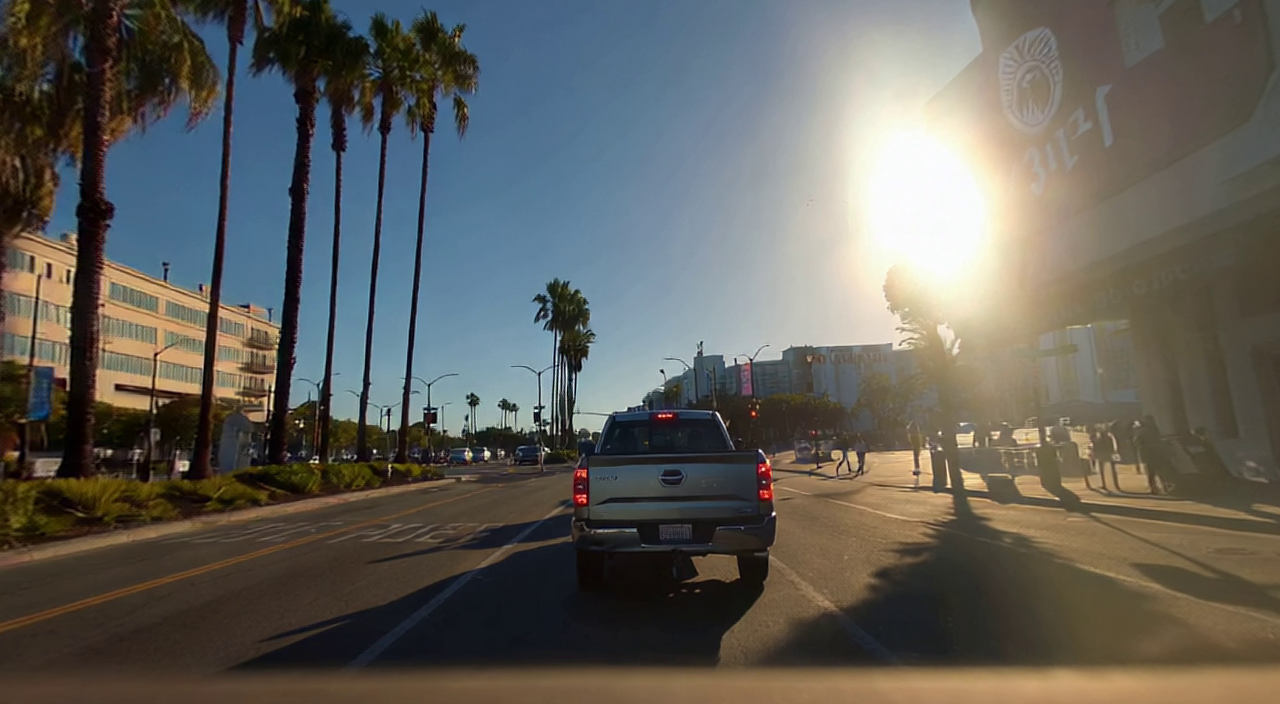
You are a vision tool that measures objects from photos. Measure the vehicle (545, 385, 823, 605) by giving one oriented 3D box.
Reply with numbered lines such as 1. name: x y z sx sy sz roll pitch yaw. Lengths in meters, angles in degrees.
1. vehicle: 0.415 1.584 7.977 2.311 1.819 5.255 0 -8 1

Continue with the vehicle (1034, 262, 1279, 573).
1. vehicle: 7.867 0.884 8.573 2.666 3.345 3.622 -3 -9 7
